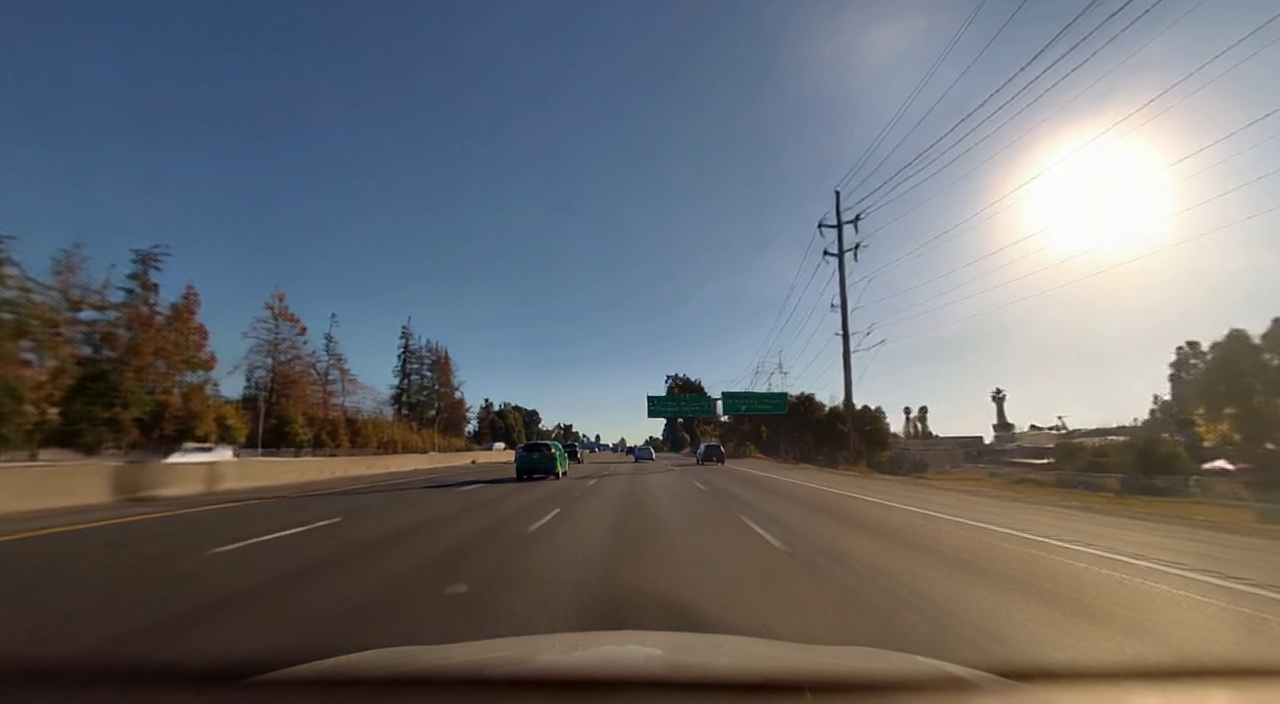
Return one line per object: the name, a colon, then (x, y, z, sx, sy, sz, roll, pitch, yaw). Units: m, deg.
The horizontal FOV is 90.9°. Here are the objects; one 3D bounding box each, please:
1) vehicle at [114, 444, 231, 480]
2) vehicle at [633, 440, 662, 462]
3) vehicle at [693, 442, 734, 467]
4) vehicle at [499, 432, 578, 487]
vehicle: (-21.865, 5.125, 29.763, 1.990, 1.548, 4.522, 0, -8, 0)
vehicle: (0.575, 7.738, 49.357, 2.156, 1.647, 3.987, 0, -8, 0)
vehicle: (4.461, 6.285, 38.875, 1.964, 1.479, 4.252, 0, -8, 0)
vehicle: (-3.399, 3.685, 21.941, 1.961, 1.704, 4.052, 0, -8, 1)
